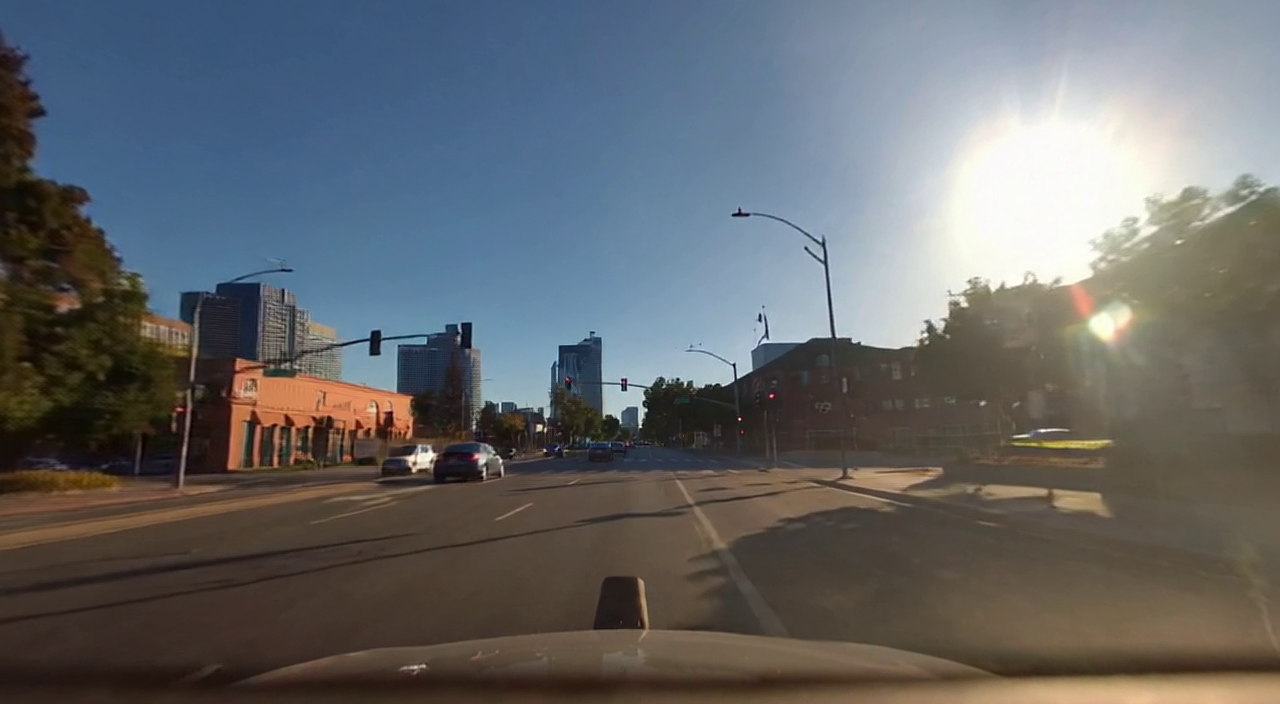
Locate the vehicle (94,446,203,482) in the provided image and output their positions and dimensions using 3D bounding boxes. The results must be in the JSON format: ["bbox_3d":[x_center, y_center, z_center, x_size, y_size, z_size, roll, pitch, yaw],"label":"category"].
[{"bbox_3d":[-31.015,7.068,39.993,4.957,1.928,2.203,-2,-8,-5],"label":"vehicle"}]

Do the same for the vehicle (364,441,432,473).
[{"bbox_3d":[-14.661,6.401,38.591,2.167,1.787,4.882,-1,-9,1],"label":"vehicle"}]

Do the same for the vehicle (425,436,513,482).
[{"bbox_3d":[-6.947,4.392,26.270,2.262,1.708,4.466,-1,-9,2],"label":"vehicle"}]
